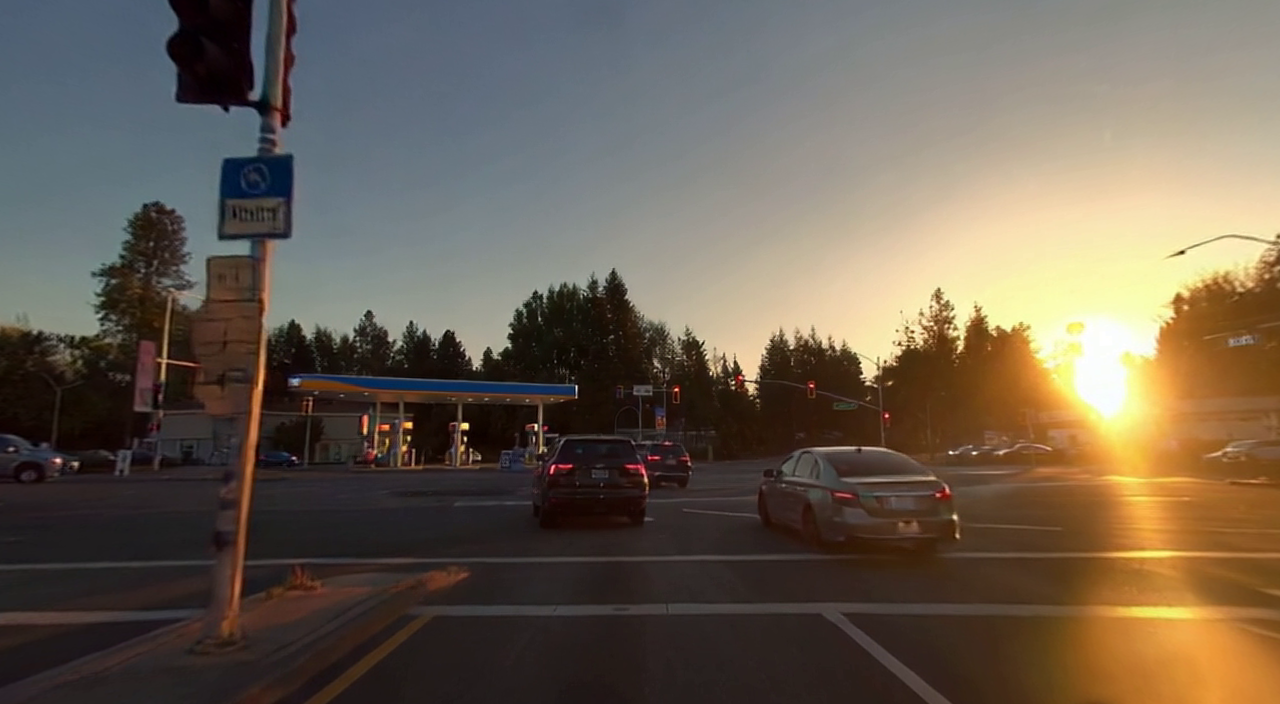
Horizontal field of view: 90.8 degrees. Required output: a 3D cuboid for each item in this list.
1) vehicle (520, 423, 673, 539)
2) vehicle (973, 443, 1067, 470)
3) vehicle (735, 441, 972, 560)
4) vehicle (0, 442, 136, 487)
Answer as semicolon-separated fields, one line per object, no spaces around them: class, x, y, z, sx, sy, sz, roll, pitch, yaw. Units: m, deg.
vehicle;-1.009;2.325;12.059;2.351;1.733;4.616;1;-9;-9
vehicle;25.915;7.143;43.278;4.952;1.745;2.184;-2;-9;14
vehicle;3.056;2.216;10.322;1.965;1.460;4.581;1;-9;-5
vehicle;-26.642;5.207;29.350;4.658;1.911;2.162;-2;-9;5
